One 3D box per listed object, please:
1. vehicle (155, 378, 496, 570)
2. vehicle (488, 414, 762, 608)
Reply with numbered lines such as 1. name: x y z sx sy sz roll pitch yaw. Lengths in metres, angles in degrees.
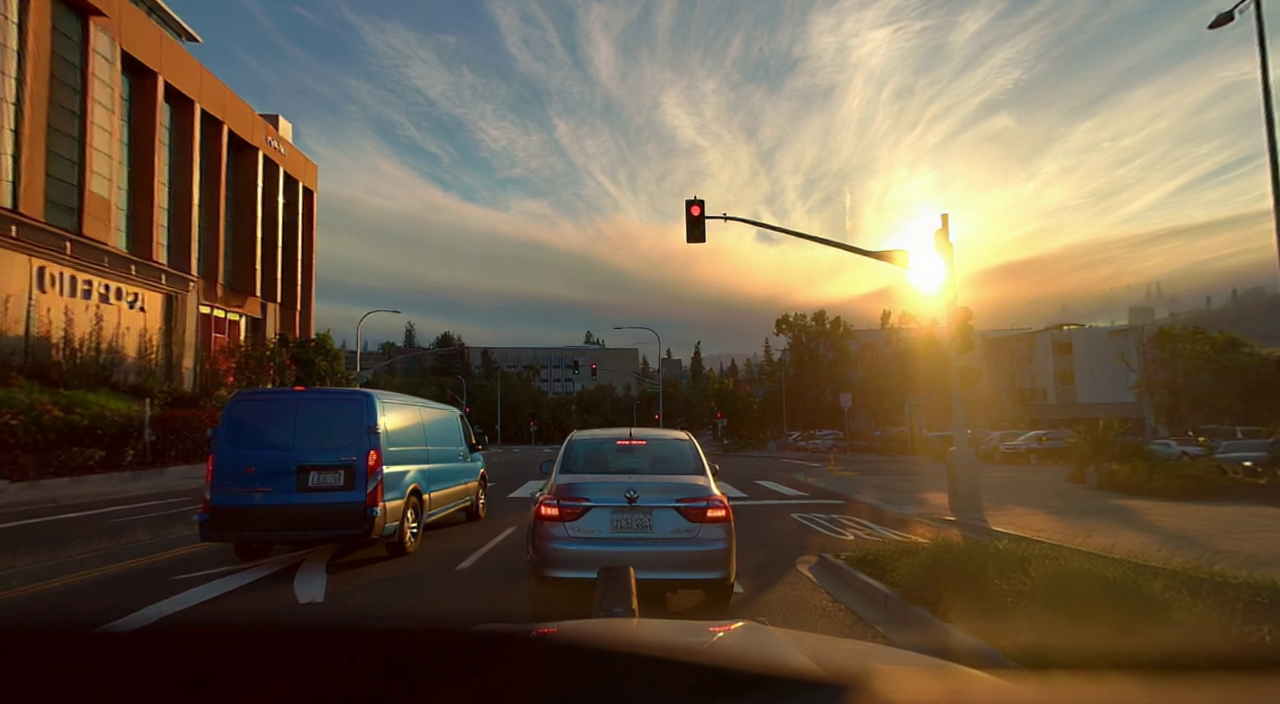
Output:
1. vehicle: -3.582 1.498 8.603 2.076 1.820 5.100 0 -8 -1
2. vehicle: -0.116 1.466 6.781 2.064 1.452 3.942 0 -8 0
